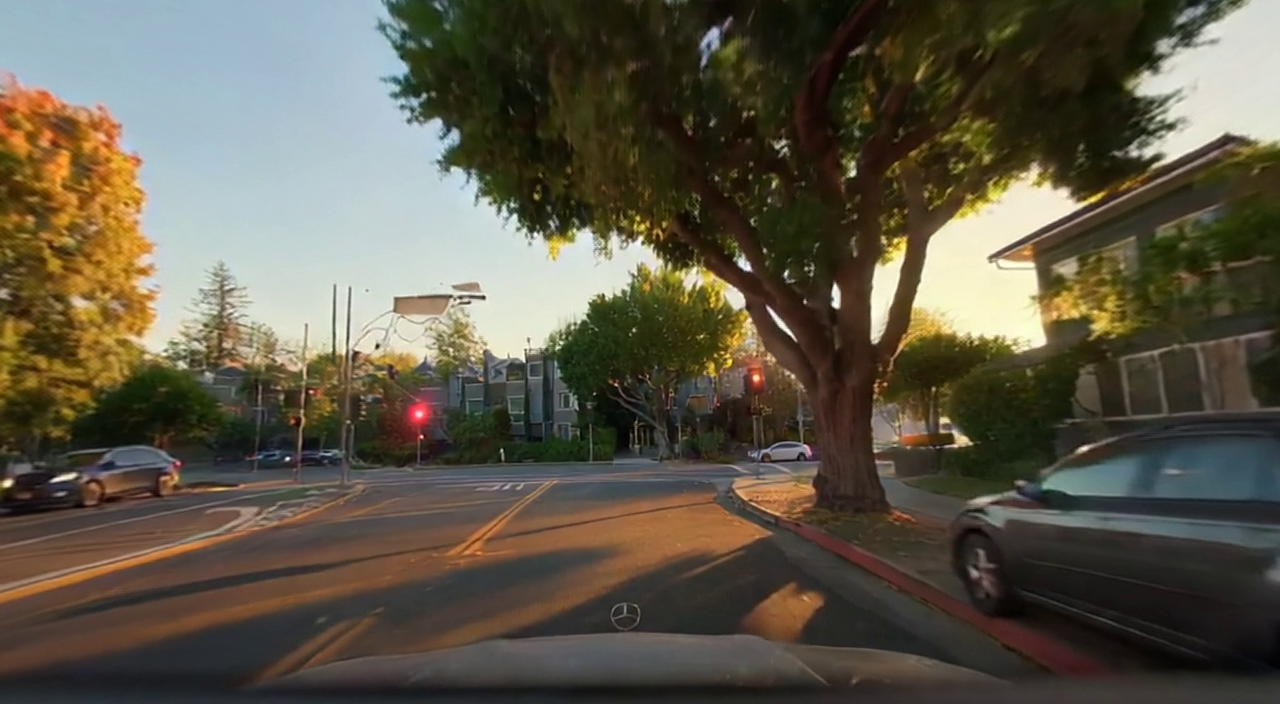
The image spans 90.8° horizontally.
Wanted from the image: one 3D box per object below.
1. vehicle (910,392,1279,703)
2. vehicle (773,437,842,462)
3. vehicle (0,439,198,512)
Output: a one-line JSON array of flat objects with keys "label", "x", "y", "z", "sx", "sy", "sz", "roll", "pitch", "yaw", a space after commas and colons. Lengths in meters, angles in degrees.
[{"label": "vehicle", "x": 3.655, "y": 1.065, "z": 3.701, "sx": 2.065, "sy": 1.478, "sz": 4.828, "roll": 0, "pitch": -8, "yaw": 1}, {"label": "vehicle", "x": 10.465, "y": 6.118, "z": 39.668, "sx": 3.815, "sy": 1.504, "sz": 1.790, "roll": 0, "pitch": -8, "yaw": 0}, {"label": "vehicle", "x": -14.152, "y": 3.125, "z": 16.639, "sx": 2.003, "sy": 1.637, "sz": 4.297, "roll": 0, "pitch": -8, "yaw": -2}]
